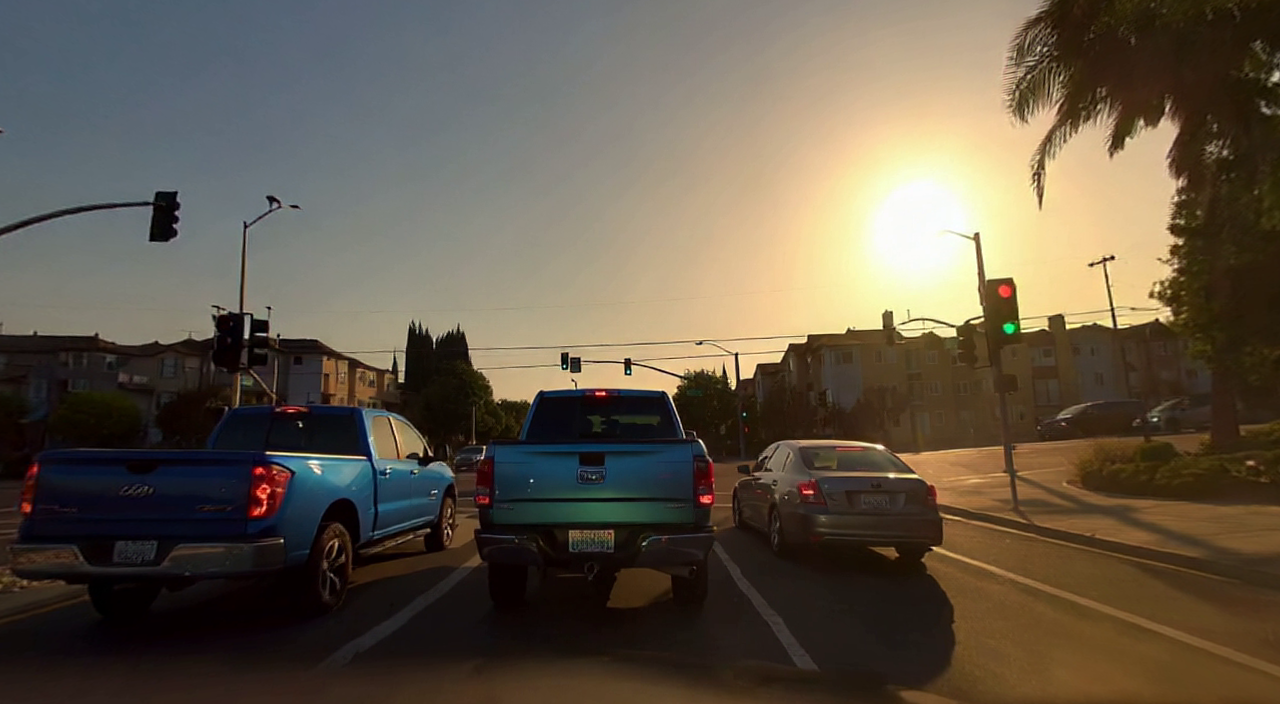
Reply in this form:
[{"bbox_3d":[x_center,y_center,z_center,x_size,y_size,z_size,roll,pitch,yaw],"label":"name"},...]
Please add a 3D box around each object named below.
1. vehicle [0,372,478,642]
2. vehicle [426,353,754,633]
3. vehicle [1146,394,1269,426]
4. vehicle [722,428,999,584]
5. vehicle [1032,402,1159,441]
[{"bbox_3d":[-3.463,1.435,6.959,2.146,1.828,5.148,0,-9,-2],"label":"vehicle"},{"bbox_3d":[-0.389,1.312,6.740,2.282,1.964,4.421,0,-9,-1],"label":"vehicle"},{"bbox_3d":[29.278,3.041,32.691,4.540,1.543,1.803,0,-9,1],"label":"vehicle"},{"bbox_3d":[2.412,1.815,8.311,2.016,1.481,4.336,0,-9,-1],"label":"vehicle"},{"bbox_3d":[23.288,3.598,32.483,4.721,1.866,2.188,0,-9,2],"label":"vehicle"}]
